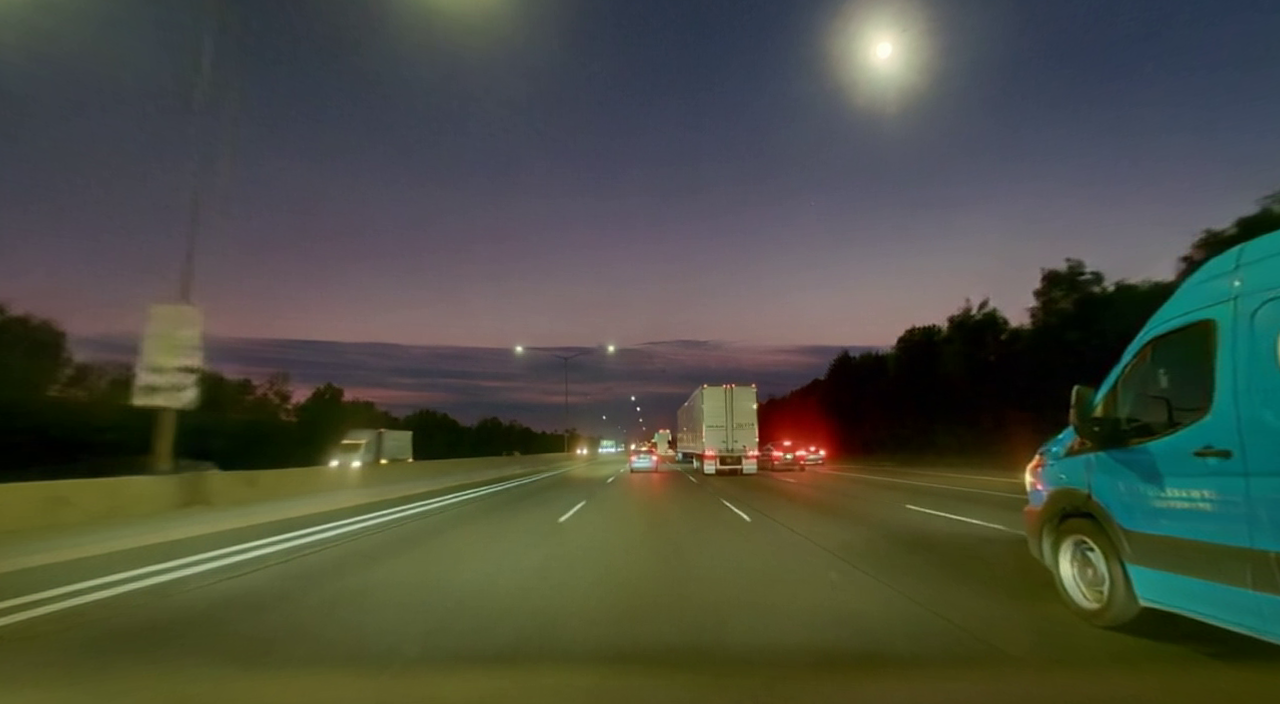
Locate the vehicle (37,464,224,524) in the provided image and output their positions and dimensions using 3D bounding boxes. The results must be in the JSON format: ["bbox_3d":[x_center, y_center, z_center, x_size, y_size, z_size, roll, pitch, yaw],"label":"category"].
[{"bbox_3d":[-15.557,4.332,19.703,1.865,1.500,4.707,0,-9,1],"label":"vehicle"}]

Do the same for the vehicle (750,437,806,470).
[{"bbox_3d":[7.860,5.844,36.365,2.144,1.769,4.540,0,-9,-1],"label":"vehicle"}]

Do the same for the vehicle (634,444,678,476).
[{"bbox_3d":[0.728,5.434,31.898,2.063,1.469,4.208,0,-9,0],"label":"vehicle"}]

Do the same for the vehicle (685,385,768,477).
[{"bbox_3d":[4.330,4.489,34.611,2.821,4.077,12.562,0,-9,0],"label":"vehicle"}]

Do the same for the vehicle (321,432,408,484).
[{"bbox_3d":[-19.173,7.409,44.442,2.785,3.296,6.892,0,-9,1],"label":"vehicle"}]

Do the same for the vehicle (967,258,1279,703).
[{"bbox_3d":[3.770,0.546,1.890,2.441,2.017,5.739,0,-9,0],"label":"vehicle"}]
